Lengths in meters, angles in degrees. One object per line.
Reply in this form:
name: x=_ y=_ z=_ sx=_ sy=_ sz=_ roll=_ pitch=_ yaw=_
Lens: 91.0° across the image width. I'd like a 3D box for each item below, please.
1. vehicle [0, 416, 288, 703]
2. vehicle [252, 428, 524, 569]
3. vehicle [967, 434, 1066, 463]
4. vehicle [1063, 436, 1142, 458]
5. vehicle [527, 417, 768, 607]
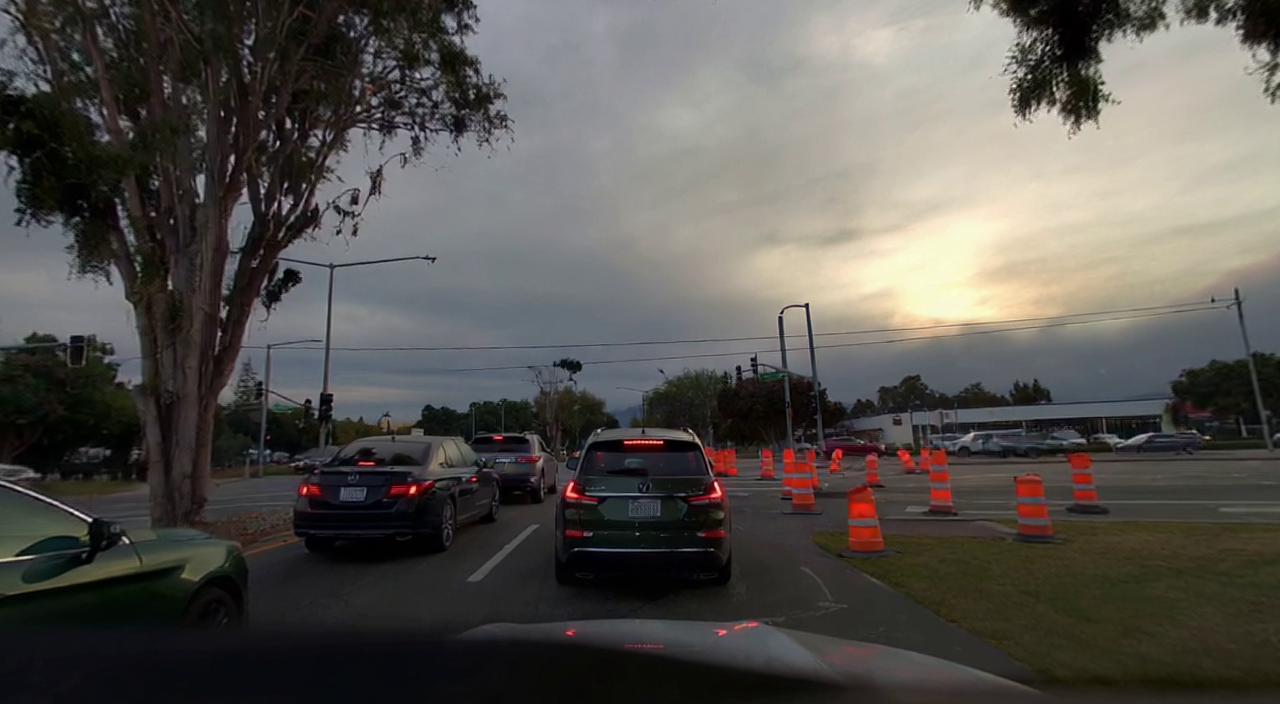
vehicle: x=-3.594 y=0.944 z=2.146 sx=1.964 sy=1.497 sz=4.722 roll=0 pitch=-9 yaw=1
vehicle: x=-3.272 y=2.000 z=9.437 sx=1.989 sy=1.541 sz=4.626 roll=0 pitch=-9 yaw=2
vehicle: x=24.398 y=6.269 z=40.999 sx=5.043 sy=1.759 sz=2.085 roll=0 pitch=-9 yaw=2
vehicle: x=36.660 y=7.554 z=49.987 sx=4.791 sy=1.635 sz=1.857 roll=0 pitch=-9 yaw=1
vehicle: x=0.106 y=1.624 z=7.202 sx=2.021 sy=1.560 sz=3.676 roll=0 pitch=-9 yaw=1
